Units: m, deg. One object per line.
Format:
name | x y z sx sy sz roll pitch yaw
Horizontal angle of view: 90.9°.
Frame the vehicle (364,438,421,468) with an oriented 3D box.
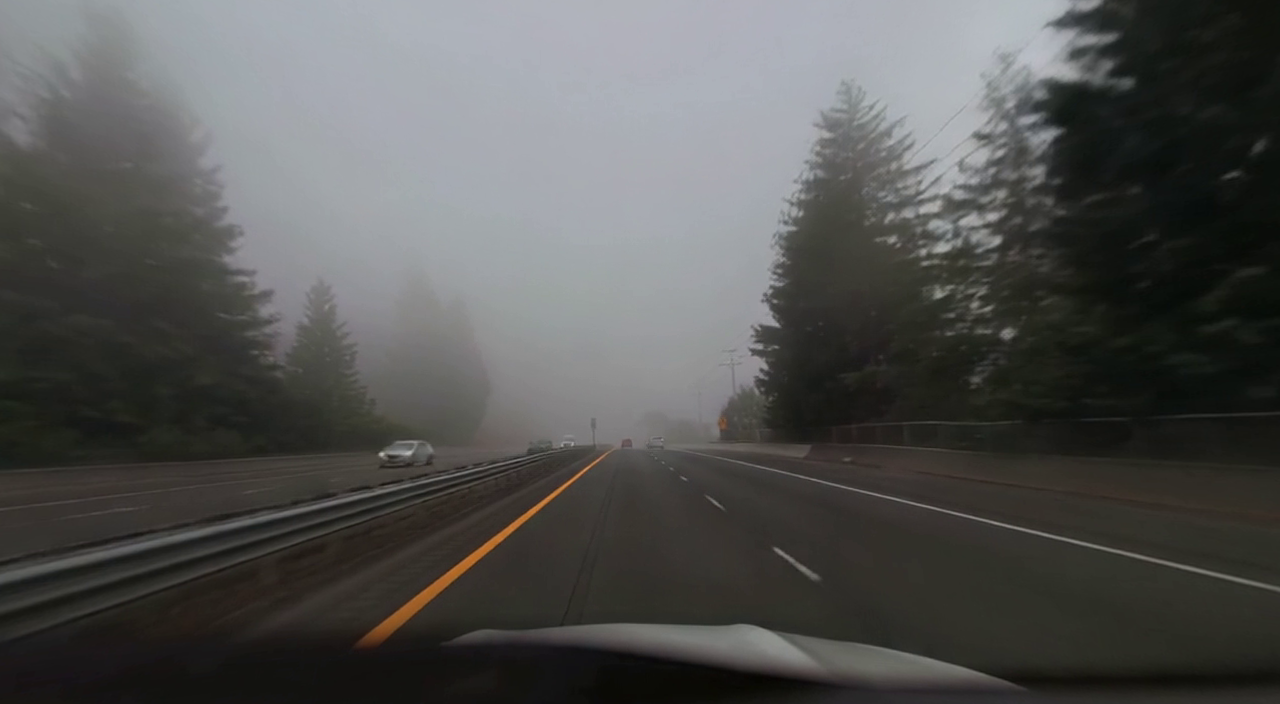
vehicle | -13.578 5.525 34.785 1.790 1.507 3.493 0 -8 -1
